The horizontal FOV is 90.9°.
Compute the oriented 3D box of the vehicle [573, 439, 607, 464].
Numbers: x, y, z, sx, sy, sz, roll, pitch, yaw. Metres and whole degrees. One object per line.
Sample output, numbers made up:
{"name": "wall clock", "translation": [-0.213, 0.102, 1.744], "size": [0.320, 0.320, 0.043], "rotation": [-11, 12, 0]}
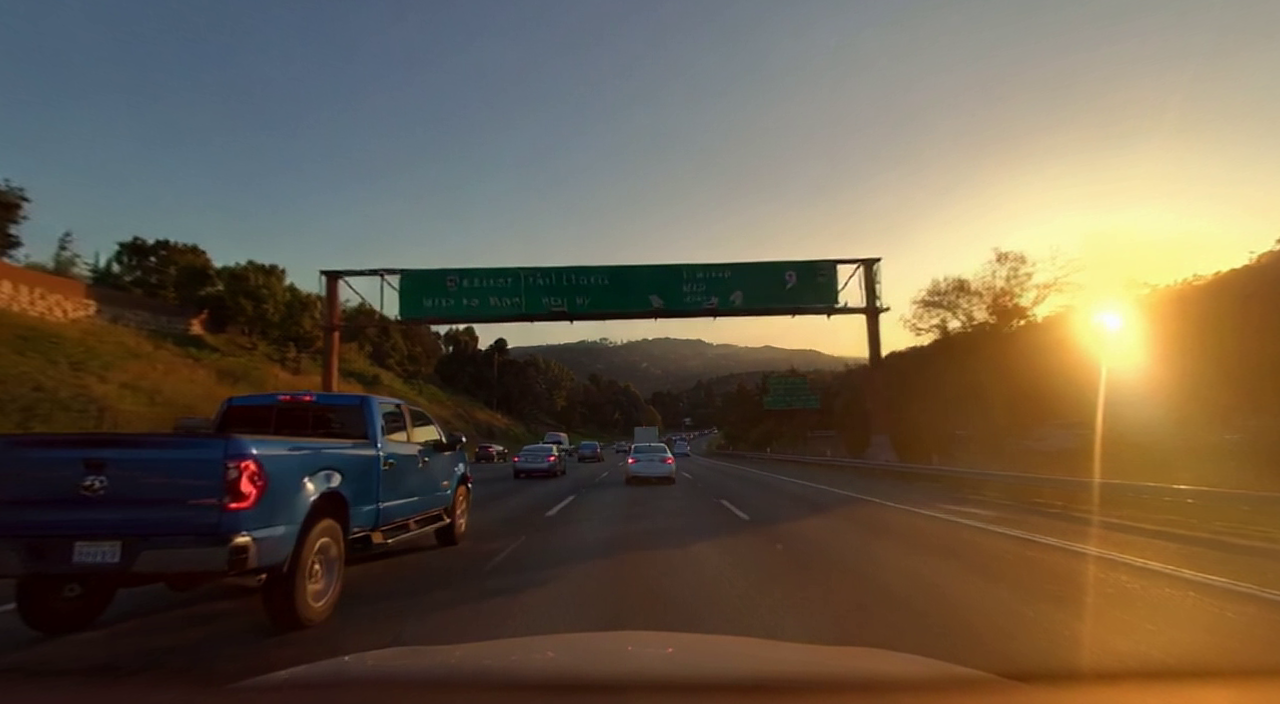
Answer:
{"name": "vehicle", "translation": [-3.362, 6.774, 43.011], "size": [1.897, 1.646, 4.049], "rotation": [0, -8, 1]}

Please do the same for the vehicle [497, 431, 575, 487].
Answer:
{"name": "vehicle", "translation": [-3.494, 3.671, 21.960], "size": [1.903, 1.721, 4.210], "rotation": [0, -8, 1]}

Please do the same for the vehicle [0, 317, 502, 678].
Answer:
{"name": "vehicle", "translation": [-3.330, 1.248, 6.640], "size": [2.269, 2.060, 5.933], "rotation": [0, -8, 1]}

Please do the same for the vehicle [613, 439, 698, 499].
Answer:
{"name": "vehicle", "translation": [0.366, 3.119, 17.256], "size": [2.054, 1.421, 4.090], "rotation": [0, -8, 0]}
